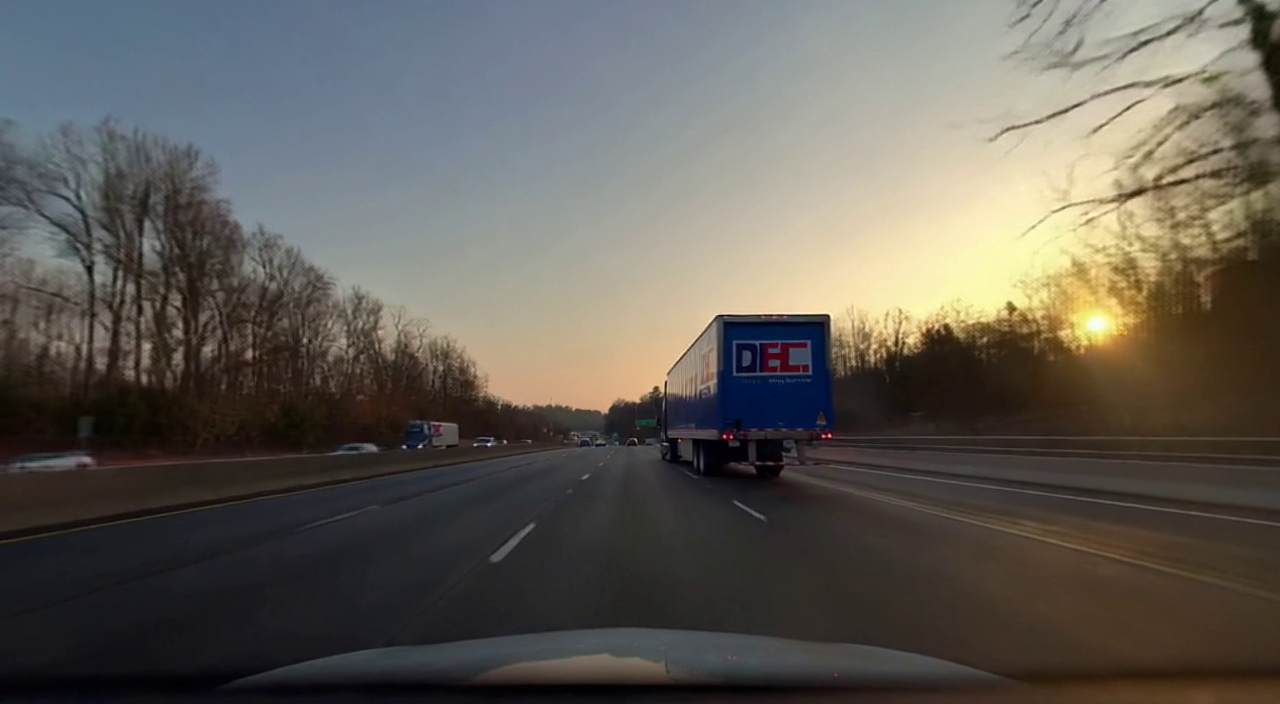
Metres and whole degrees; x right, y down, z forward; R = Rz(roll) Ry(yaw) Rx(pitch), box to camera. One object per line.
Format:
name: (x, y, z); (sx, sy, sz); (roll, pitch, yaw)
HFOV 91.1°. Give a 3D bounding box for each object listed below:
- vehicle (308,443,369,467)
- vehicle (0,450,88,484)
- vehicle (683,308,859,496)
vehicle: (-19.823, 6.788, 41.591); (1.931, 1.459, 4.334); (0, -8, -1)
vehicle: (-38.716, 7.201, 39.610); (2.271, 1.914, 5.593); (-1, -8, 8)
vehicle: (3.213, 1.678, 18.581); (3.011, 4.211, 8.926); (0, -8, -2)
